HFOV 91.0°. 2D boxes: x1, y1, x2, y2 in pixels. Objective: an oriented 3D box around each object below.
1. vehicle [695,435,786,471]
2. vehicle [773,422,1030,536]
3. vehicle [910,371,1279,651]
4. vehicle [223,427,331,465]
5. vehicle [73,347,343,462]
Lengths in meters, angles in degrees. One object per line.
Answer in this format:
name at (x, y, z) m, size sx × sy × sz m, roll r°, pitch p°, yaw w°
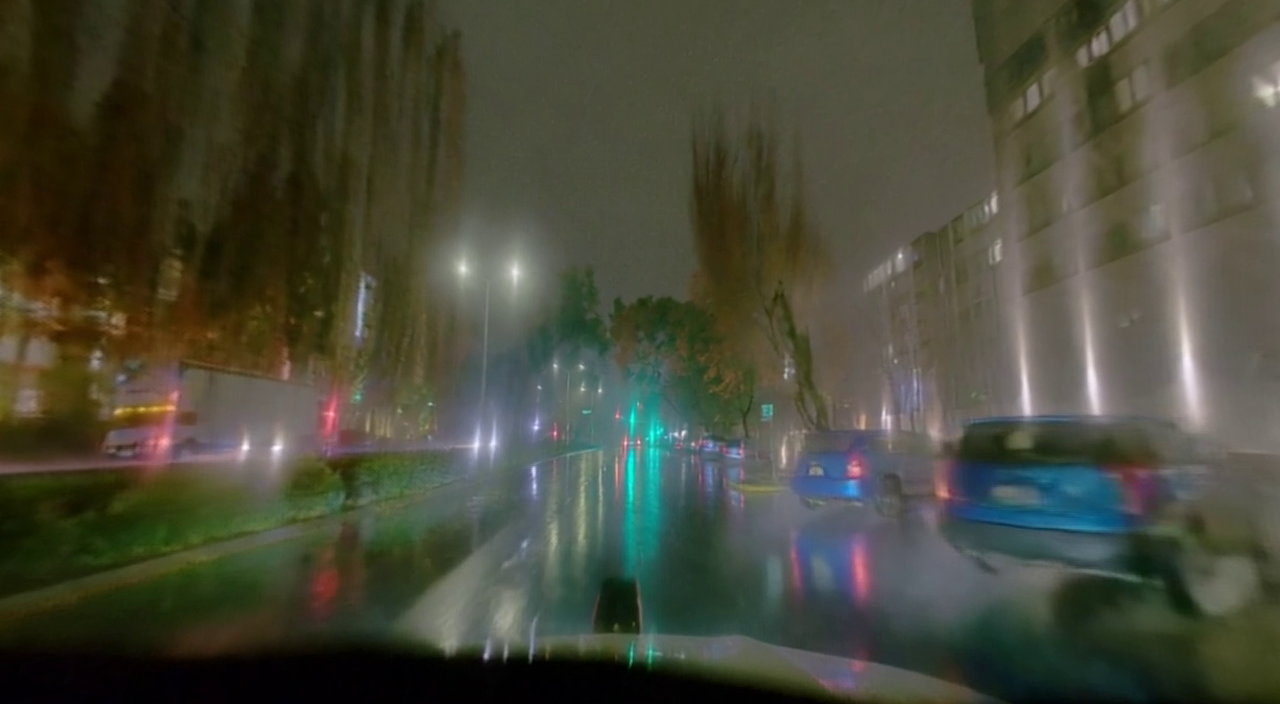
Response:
vehicle at (4.559, 4.520, 28.504) m, size 3.896 × 1.488 × 1.868 m, roll 6°, pitch -10°, yaw -38°
vehicle at (4.518, 1.977, 10.546) m, size 4.720 × 1.487 × 1.876 m, roll 6°, pitch -10°, yaw -39°
vehicle at (4.781, 1.233, 5.976) m, size 4.585 × 1.660 × 1.969 m, roll 6°, pitch -10°, yaw -37°
vehicle at (-15.553, 4.074, 27.315) m, size 1.909 × 1.465 × 4.758 m, roll 0°, pitch -8°, yaw -1°
vehicle at (-18.910, 2.879, 29.831) m, size 3.054 × 4.140 × 14.110 m, roll -1°, pitch -8°, yaw -1°
